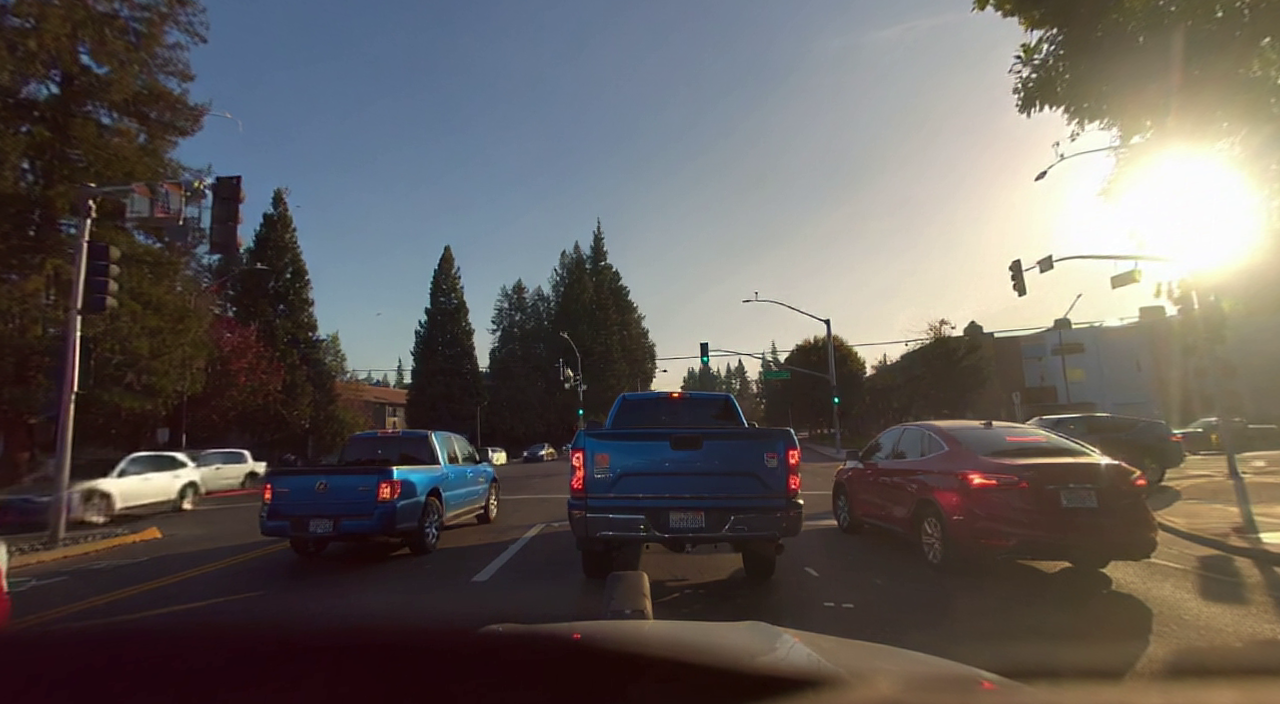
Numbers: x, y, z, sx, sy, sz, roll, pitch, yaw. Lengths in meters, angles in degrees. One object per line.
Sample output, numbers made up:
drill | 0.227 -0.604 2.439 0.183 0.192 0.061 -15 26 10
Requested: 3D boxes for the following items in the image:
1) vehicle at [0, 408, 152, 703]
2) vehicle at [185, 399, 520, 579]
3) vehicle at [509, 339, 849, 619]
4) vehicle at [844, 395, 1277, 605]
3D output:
vehicle | -3.393 0.708 0.654 1.998 1.481 4.656 0 -8 1
vehicle | -3.286 1.685 8.589 2.125 1.739 4.707 0 -8 3
vehicle | 0.327 1.281 7.162 2.505 2.084 4.768 0 -8 1
vehicle | 4.040 1.487 7.188 1.984 1.659 4.226 0 -8 0
